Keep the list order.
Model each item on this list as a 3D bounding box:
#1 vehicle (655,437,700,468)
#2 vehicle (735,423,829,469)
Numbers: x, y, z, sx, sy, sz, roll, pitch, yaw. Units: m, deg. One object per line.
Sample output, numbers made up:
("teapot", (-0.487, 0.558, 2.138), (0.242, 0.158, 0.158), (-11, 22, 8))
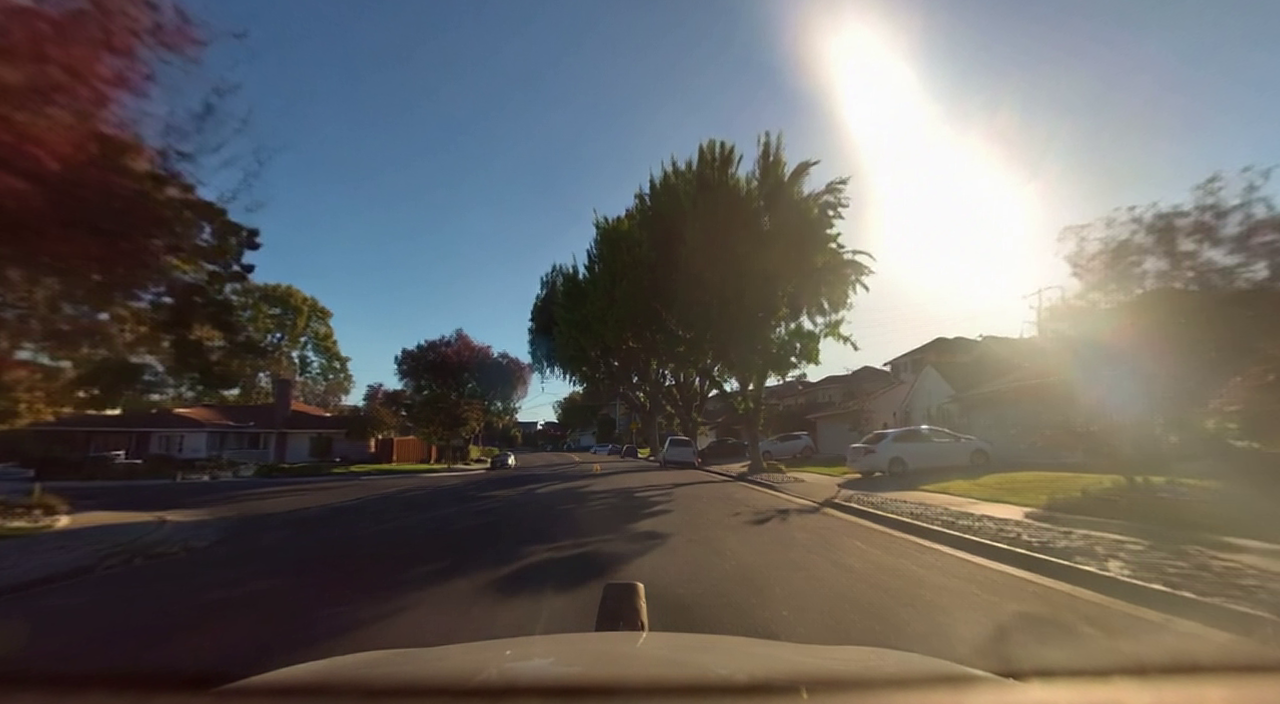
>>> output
("vehicle", (2.470, 6.847, 43.307), (2.214, 1.962, 4.733), (1, -9, -7))
("vehicle", (8.415, 5.594, 37.794), (4.801, 2.139, 2.164), (-6, -7, -3))
